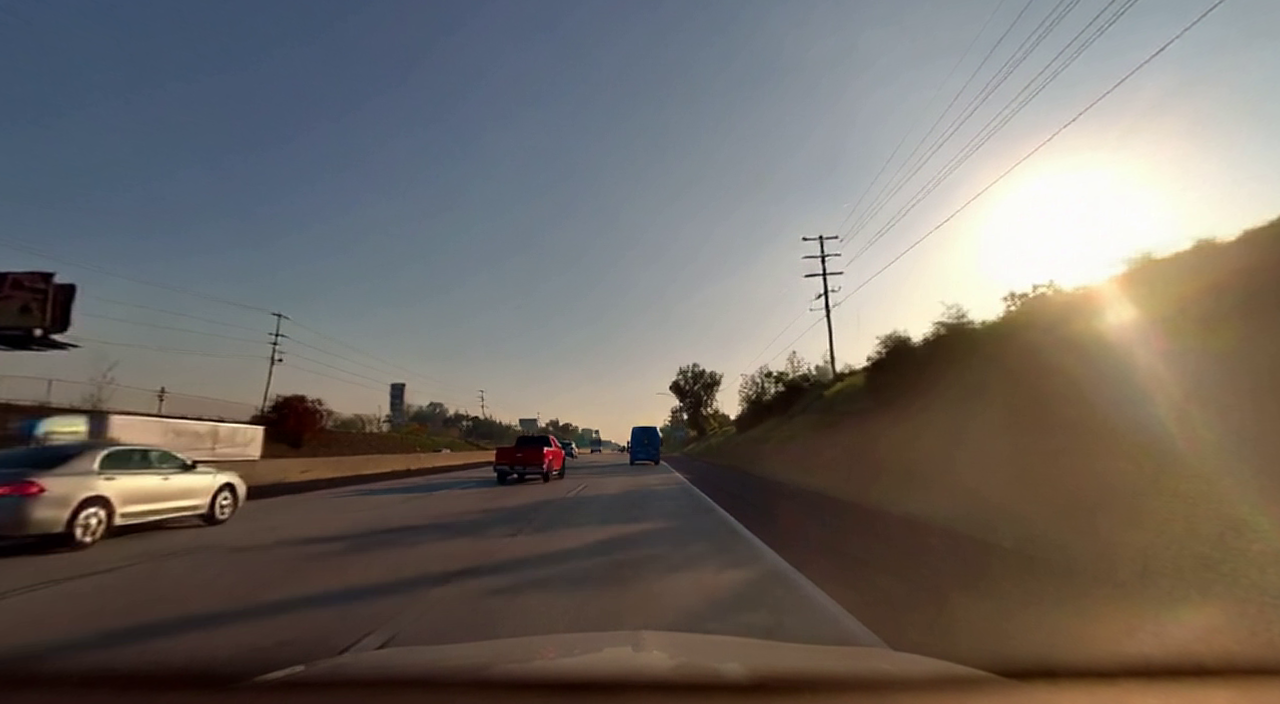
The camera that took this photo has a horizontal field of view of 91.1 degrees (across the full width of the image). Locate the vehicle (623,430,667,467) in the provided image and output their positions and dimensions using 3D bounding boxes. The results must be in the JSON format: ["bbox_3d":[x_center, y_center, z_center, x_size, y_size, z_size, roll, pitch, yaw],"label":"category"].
[{"bbox_3d":[0.282,6.327,41.301,2.692,2.279,5.695,0,-8,0],"label":"vehicle"}]

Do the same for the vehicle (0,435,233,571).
[{"bbox_3d":[-7.963,1.863,8.367,1.941,1.475,4.597,0,-8,1],"label":"vehicle"}]

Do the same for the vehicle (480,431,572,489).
[{"bbox_3d":[-3.718,3.634,21.485,2.145,1.730,4.729,0,-8,1],"label":"vehicle"}]
